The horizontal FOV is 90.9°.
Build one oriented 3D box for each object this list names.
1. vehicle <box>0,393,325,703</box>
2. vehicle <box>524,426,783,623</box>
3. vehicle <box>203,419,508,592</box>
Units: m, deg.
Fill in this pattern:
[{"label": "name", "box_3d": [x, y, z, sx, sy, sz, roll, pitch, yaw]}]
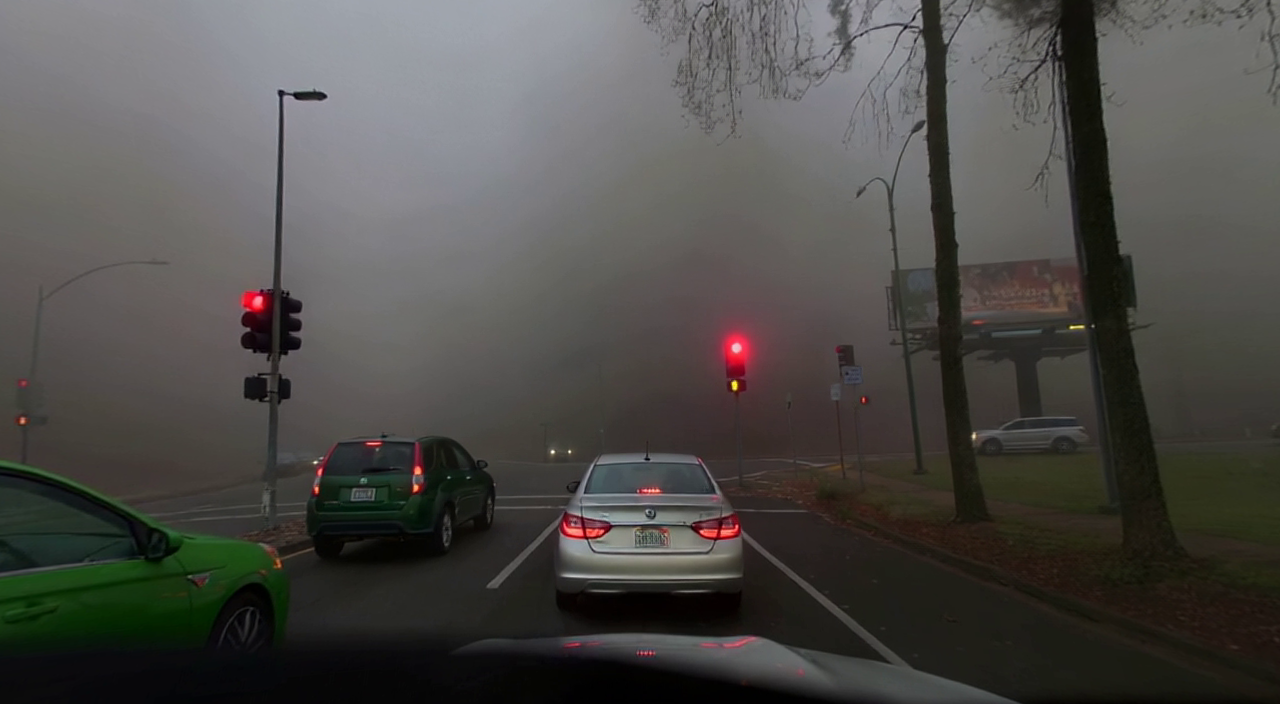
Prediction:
[{"label": "vehicle", "box_3d": [-3.150, 0.953, 2.430, 1.808, 1.520, 3.846, -1, -9, 1]}, {"label": "vehicle", "box_3d": [0.040, 1.587, 6.625, 1.977, 1.467, 3.474, 0, -9, -2]}, {"label": "vehicle", "box_3d": [-3.170, 1.790, 8.144, 1.950, 1.628, 4.082, -1, -9, 1]}]
